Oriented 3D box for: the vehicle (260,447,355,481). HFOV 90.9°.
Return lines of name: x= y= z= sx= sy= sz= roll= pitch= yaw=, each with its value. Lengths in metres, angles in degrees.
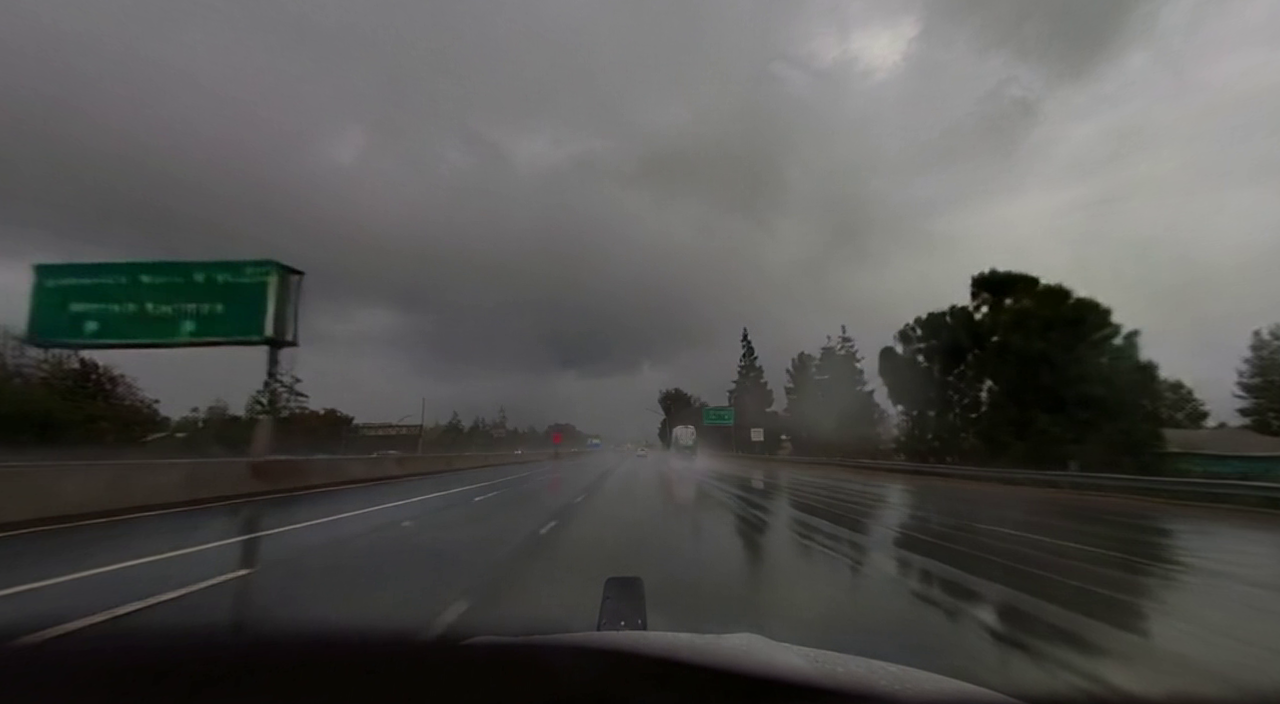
vehicle: x=-15.493 y=5.223 z=29.668 sx=1.903 sy=1.486 sz=4.666 roll=0 pitch=-9 yaw=0
